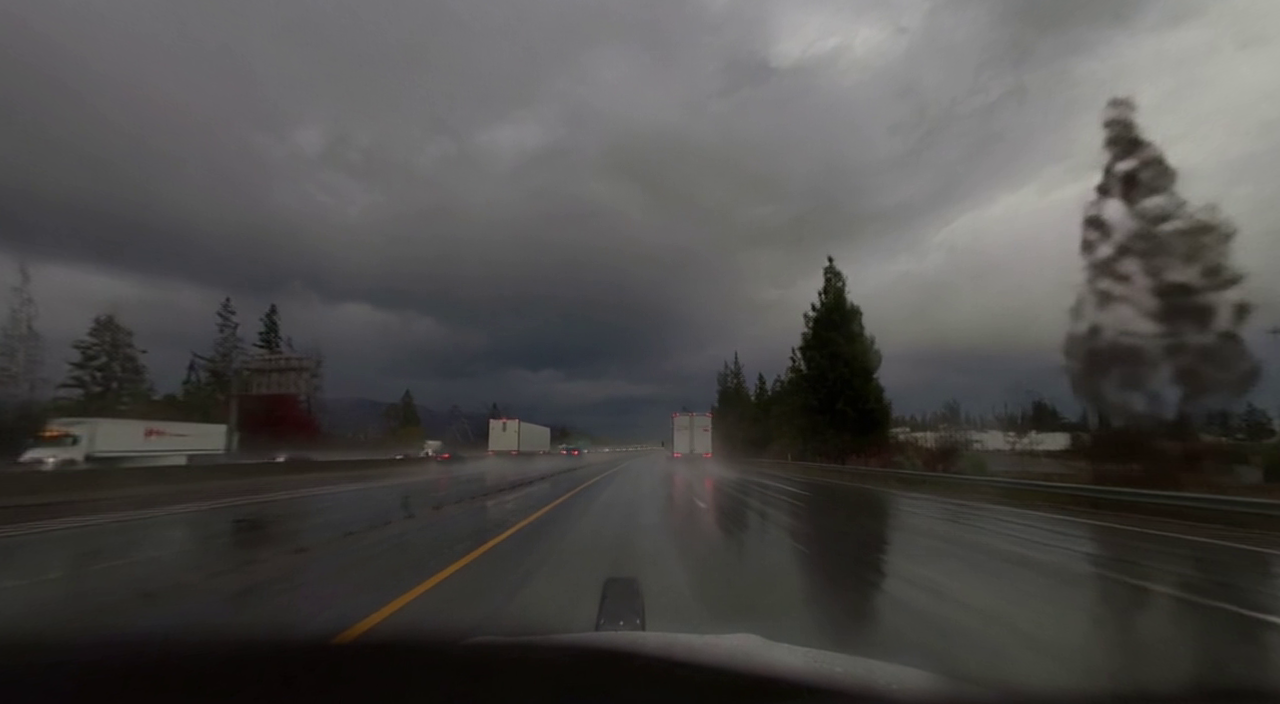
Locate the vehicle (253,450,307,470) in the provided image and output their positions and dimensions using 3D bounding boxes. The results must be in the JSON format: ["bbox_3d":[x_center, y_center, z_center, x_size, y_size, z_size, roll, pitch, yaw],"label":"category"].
[{"bbox_3d":[-27.290,8.165,47.921,1.745,1.416,3.725,-1,-9,3],"label":"vehicle"}]

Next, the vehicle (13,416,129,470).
[{"bbox_3d":[-43.743,7.078,48.844,2.954,3.907,6.034,0,-9,2],"label":"vehicle"}]

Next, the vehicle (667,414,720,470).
[{"bbox_3d":[3.808,6.996,48.521,2.928,3.595,13.975,0,-9,0],"label":"vehicle"}]
